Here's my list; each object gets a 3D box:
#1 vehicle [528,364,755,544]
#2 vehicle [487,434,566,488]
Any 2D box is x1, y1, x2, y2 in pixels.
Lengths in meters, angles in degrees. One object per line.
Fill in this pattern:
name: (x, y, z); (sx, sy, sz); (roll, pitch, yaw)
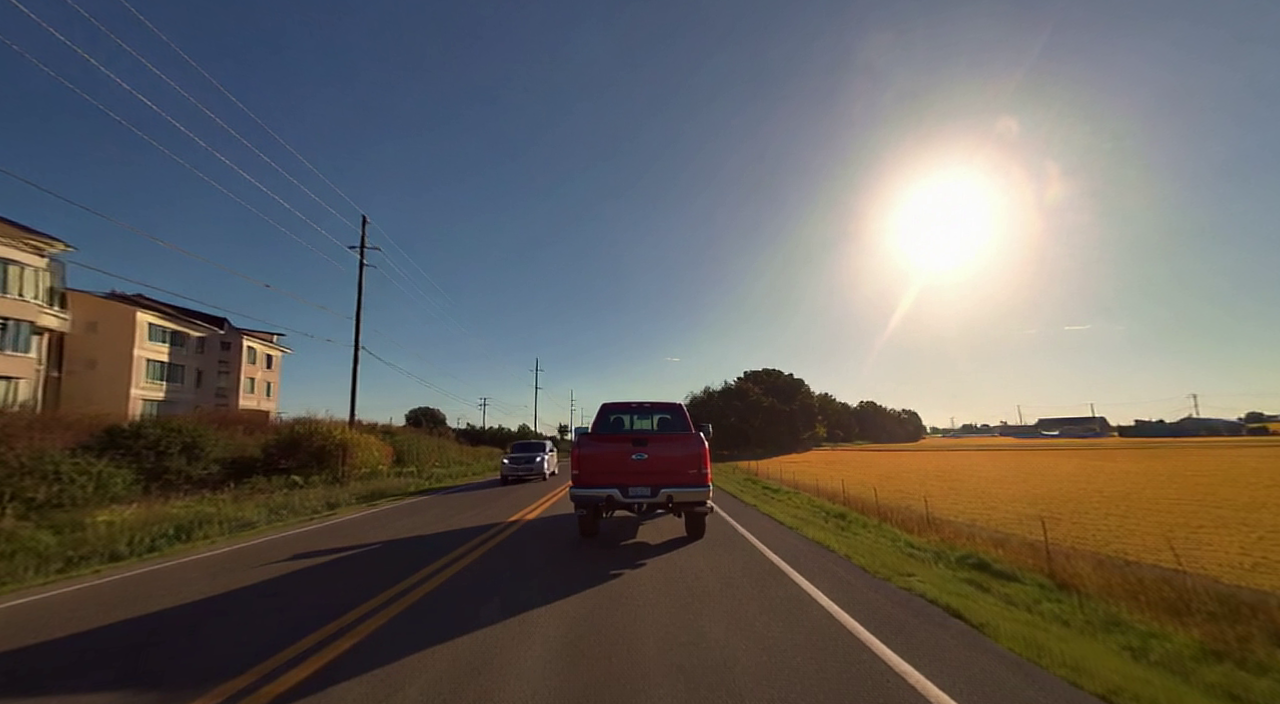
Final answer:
vehicle: (-0.072, 1.851, 11.891); (2.912, 2.320, 7.292); (0, -8, -1)
vehicle: (-3.952, 3.884, 22.766); (2.051, 1.735, 4.259); (0, -8, 0)
